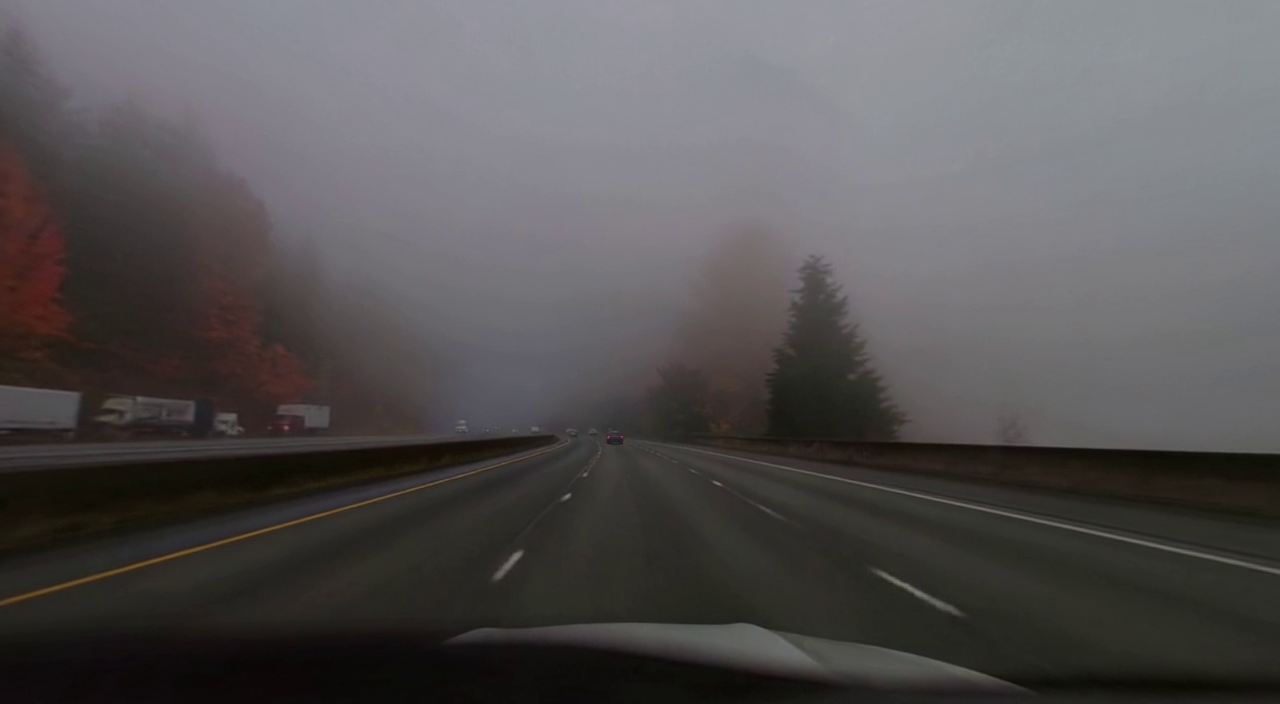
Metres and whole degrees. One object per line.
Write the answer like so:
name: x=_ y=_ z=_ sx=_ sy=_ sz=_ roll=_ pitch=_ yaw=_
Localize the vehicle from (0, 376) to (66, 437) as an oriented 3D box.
vehicle: x=-45.695 y=4.204 z=46.394 sx=9.567 sy=3.736 sz=3.211 roll=-8 pitch=-14 yaw=40
